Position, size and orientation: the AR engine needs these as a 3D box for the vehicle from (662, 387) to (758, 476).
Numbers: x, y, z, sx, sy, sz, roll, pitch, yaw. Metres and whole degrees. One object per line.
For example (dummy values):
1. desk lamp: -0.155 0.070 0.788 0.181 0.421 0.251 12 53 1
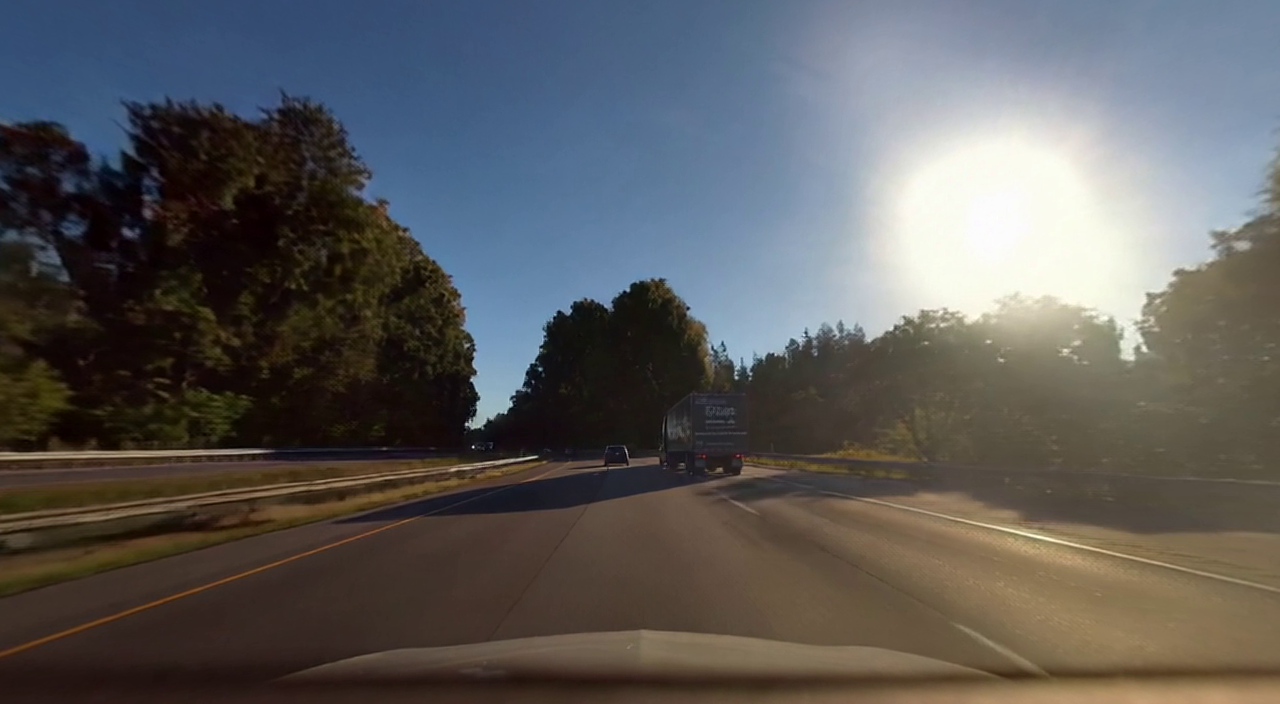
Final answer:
1. vehicle: 3.411 4.656 35.551 2.951 4.012 14.203 0 -9 -3

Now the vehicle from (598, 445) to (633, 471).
1. vehicle: -1.430 6.210 37.121 1.913 1.460 3.610 0 -9 -2
